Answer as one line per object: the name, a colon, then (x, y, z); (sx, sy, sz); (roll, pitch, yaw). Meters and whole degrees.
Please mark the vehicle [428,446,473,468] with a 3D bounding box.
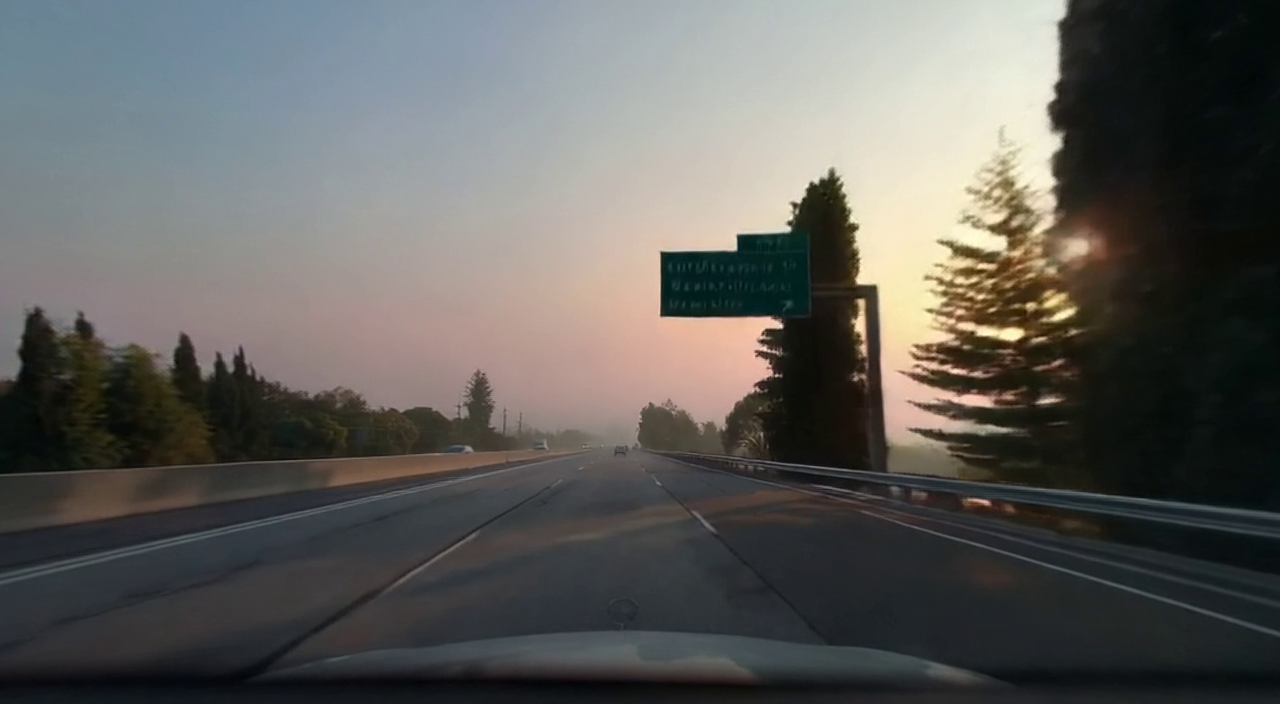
vehicle: (-13.838, 7.703, 46.382); (1.982, 1.480, 4.549); (0, -9, -1)
